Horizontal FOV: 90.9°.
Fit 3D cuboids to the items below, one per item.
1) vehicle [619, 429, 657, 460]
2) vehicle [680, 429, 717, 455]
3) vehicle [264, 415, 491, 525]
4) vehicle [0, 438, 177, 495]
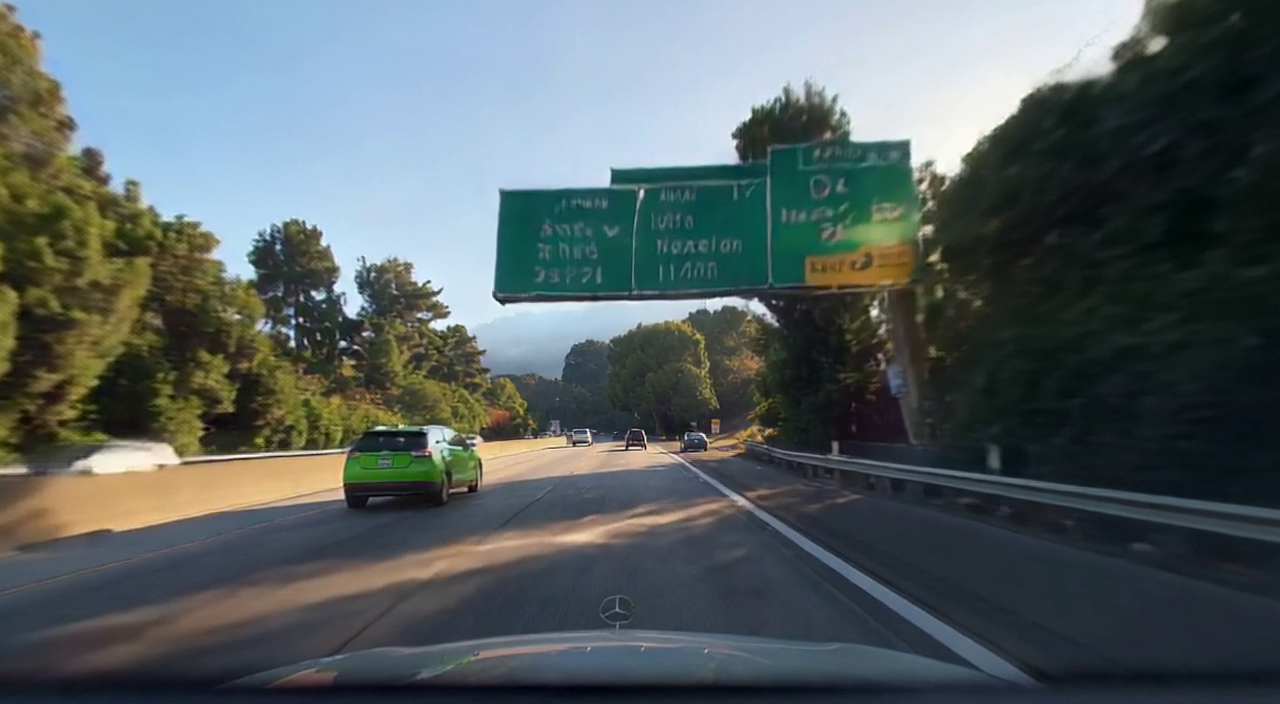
[{"bbox_3d":[-0.090,4.663,32.089,1.869,1.466,3.356,0,-7,0],"label":"vehicle"},{"bbox_3d":[3.662,5.670,39.878,1.841,1.491,3.869,0,-7,-2],"label":"vehicle"},{"bbox_3d":[-4.234,1.958,11.233,2.023,1.512,4.804,0,-7,0],"label":"vehicle"},{"bbox_3d":[-16.707,3.379,19.168,1.853,1.472,4.612,0,-7,-1],"label":"vehicle"}]
